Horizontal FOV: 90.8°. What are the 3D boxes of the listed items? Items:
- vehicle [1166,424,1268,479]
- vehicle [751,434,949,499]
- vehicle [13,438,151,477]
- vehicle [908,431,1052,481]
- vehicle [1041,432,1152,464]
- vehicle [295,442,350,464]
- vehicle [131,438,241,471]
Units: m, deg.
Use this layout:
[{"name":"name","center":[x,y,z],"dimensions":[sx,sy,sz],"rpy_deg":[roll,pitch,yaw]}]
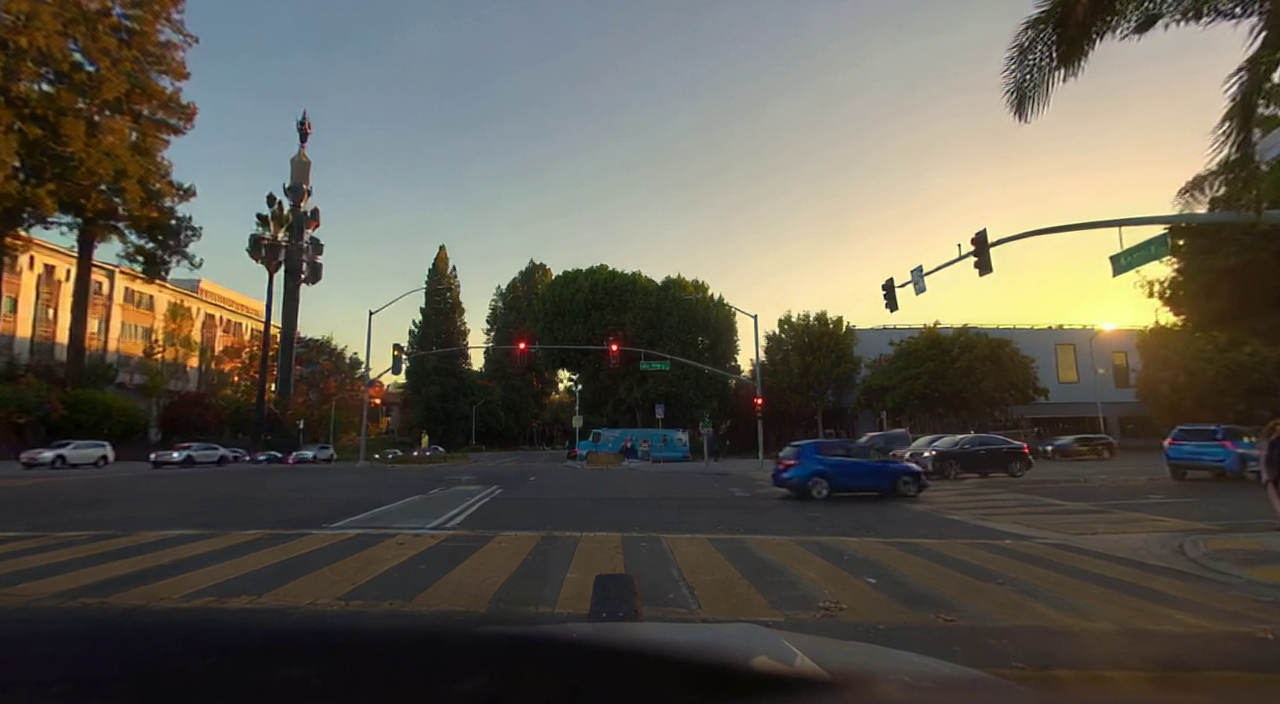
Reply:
[{"name":"vehicle","center":[21.419,3.644,23.388],"dimensions":[4.509,1.821,2.066],"rpy_deg":[7,-11,-40]},{"name":"vehicle","center":[5.214,2.900,16.183],"dimensions":[4.312,1.540,2.007],"rpy_deg":[0,-8,-1]},{"name":"vehicle","center":[-31.008,5.846,35.486],"dimensions":[2.456,1.961,5.978],"rpy_deg":[0,-8,-3]},{"name":"vehicle","center":[12.941,3.920,24.068],"dimensions":[4.742,1.762,2.180],"rpy_deg":[3,-9,-22]},{"name":"vehicle","center":[27.760,5.880,38.779],"dimensions":[2.457,1.777,6.196],"rpy_deg":[-1,-8,3]},{"name":"vehicle","center":[-24.813,7.925,49.570],"dimensions":[2.056,1.604,4.436],"rpy_deg":[0,-8,-2]},{"name":"vehicle","center":[-27.586,6.248,38.742],"dimensions":[2.388,1.858,6.056],"rpy_deg":[0,-8,-2]}]
